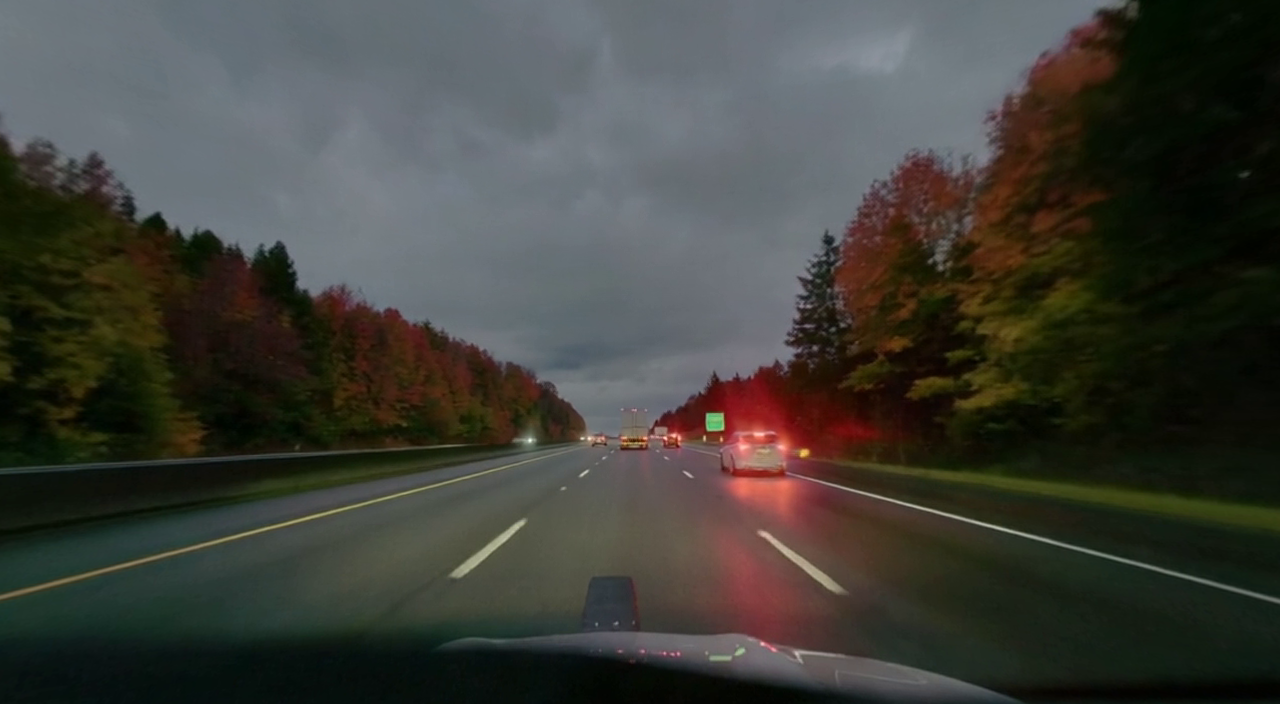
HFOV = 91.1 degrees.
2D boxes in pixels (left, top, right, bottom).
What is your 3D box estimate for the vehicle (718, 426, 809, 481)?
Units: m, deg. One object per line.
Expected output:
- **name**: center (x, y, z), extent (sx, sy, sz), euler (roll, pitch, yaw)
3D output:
- **vehicle**: center (3.662, 3.086, 19.421), extent (1.882, 1.492, 3.958), euler (0, -8, -2)
